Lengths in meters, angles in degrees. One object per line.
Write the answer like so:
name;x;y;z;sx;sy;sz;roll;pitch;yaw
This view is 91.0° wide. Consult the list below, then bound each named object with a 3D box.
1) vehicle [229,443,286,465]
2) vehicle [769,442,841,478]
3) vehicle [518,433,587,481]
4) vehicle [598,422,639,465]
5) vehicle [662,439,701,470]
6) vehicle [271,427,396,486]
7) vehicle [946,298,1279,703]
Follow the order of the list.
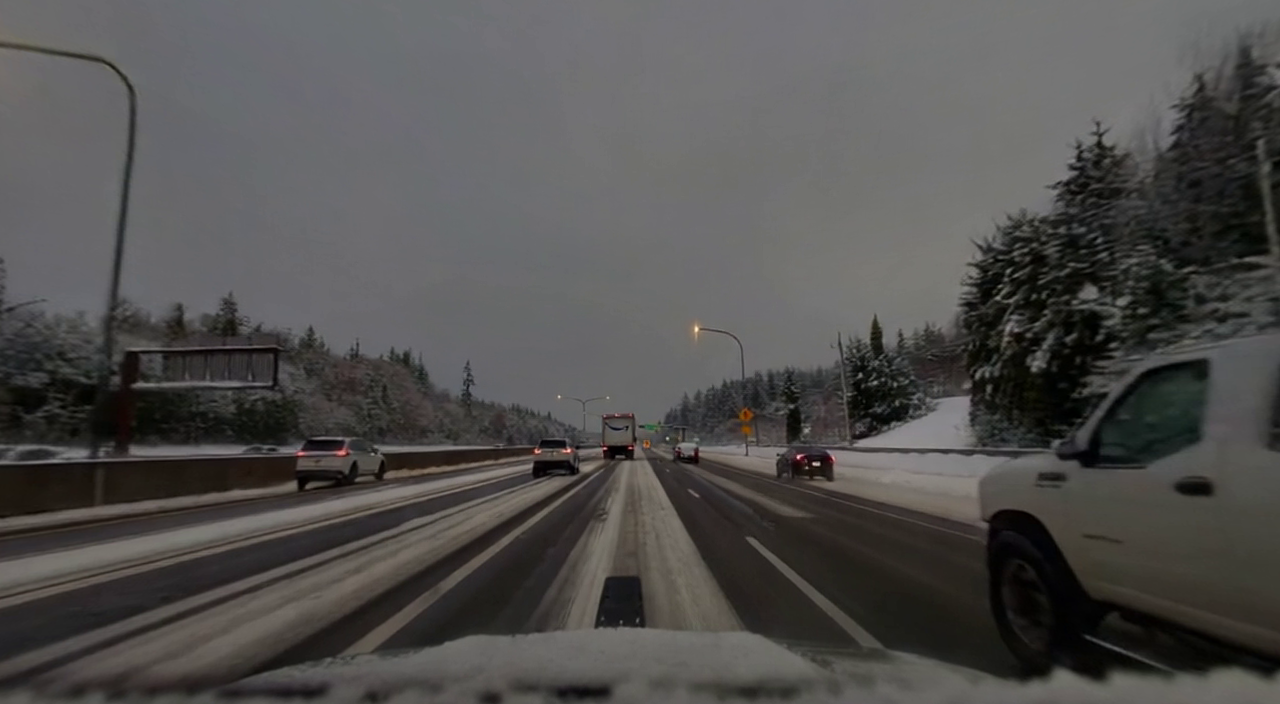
vehicle;-28.566;7.633;47.171;1.709;1.502;3.856;0;-9;1
vehicle;7.384;4.867;28.689;1.970;1.499;4.491;1;-9;-1
vehicle;-3.322;4.085;24.787;2.095;1.688;4.188;0;-9;0
vehicle;-1.393;6.353;43.555;2.456;2.705;6.251;0;-9;2
vehicle;2.326;5.878;36.236;2.067;1.654;3.985;0;-9;1
vehicle;-10.117;3.494;21.240;2.023;1.739;4.229;0;-9;1
vehicle;3.069;0.624;1.320;2.179;1.739;5.331;0;-9;0
